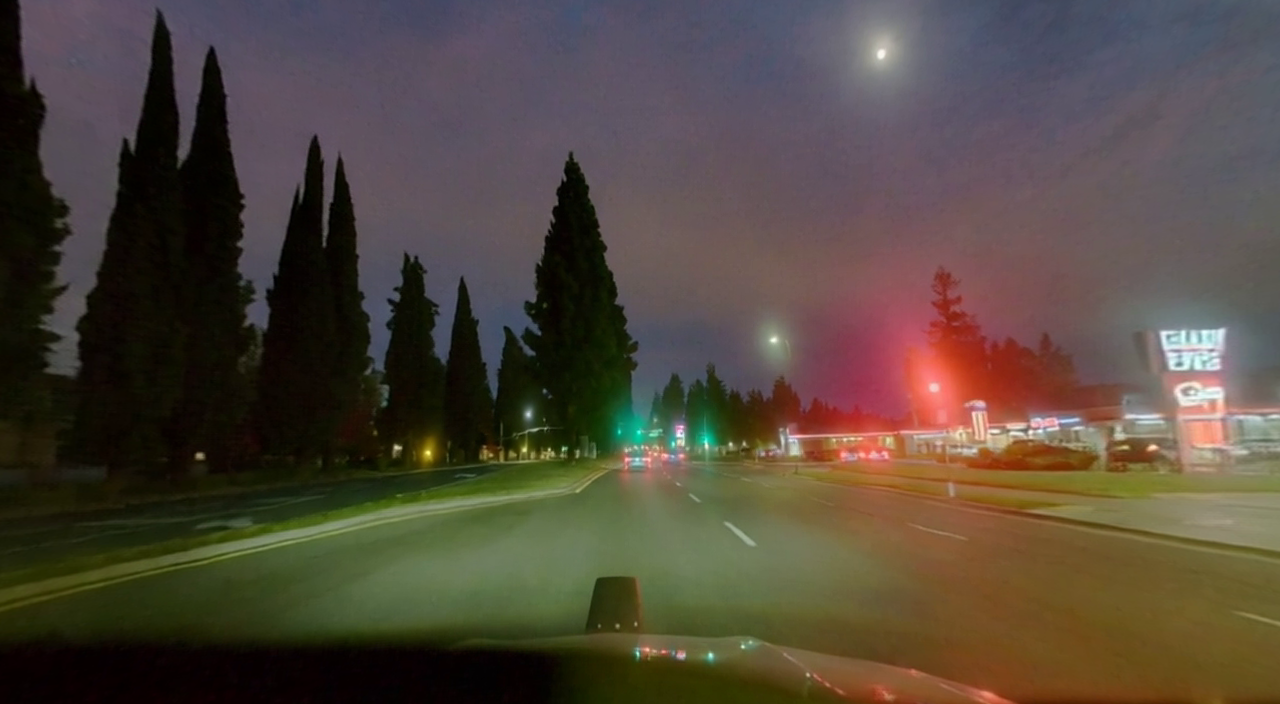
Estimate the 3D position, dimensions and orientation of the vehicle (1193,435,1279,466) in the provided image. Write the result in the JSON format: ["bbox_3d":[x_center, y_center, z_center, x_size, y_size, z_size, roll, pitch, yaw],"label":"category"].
[{"bbox_3d":[34.499,5.503,35.307,2.054,1.684,4.845,6,-10,-33],"label":"vehicle"}]
